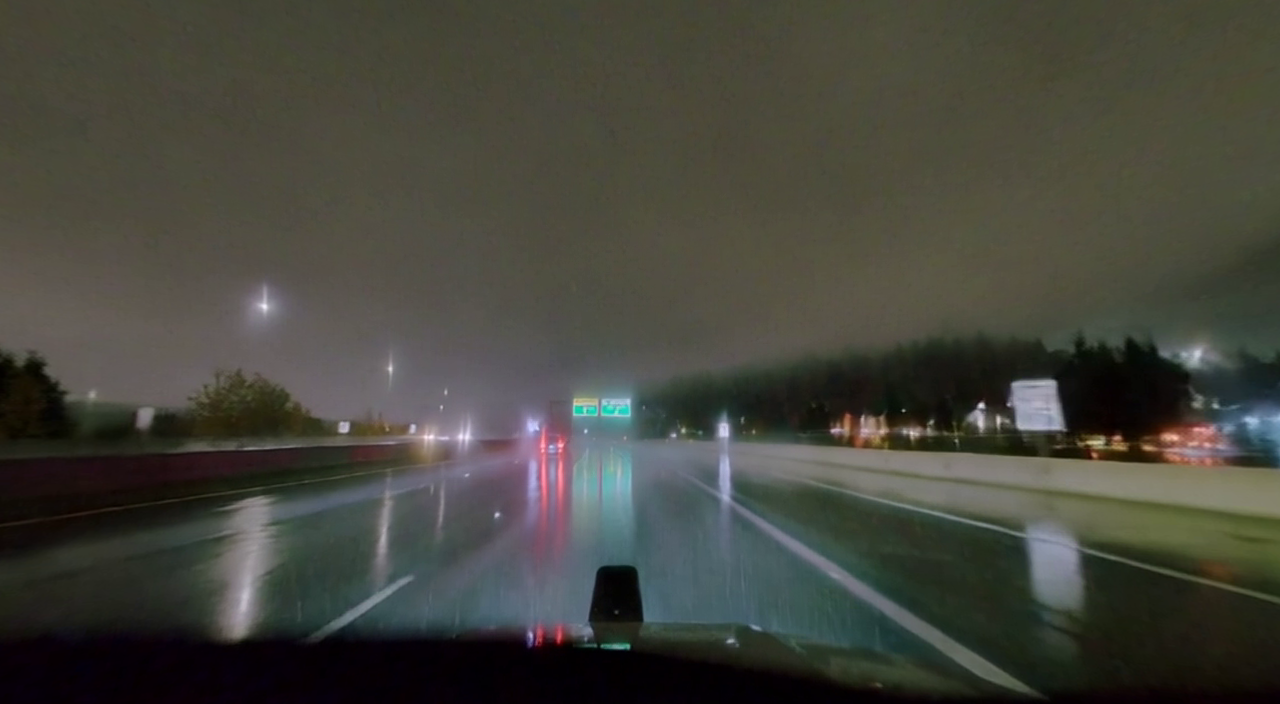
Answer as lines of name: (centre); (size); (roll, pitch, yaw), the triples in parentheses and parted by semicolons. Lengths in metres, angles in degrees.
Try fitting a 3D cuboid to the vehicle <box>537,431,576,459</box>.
vehicle: (-4.843, 5.478, 37.032); (1.878, 1.548, 3.966); (0, -8, -1)
